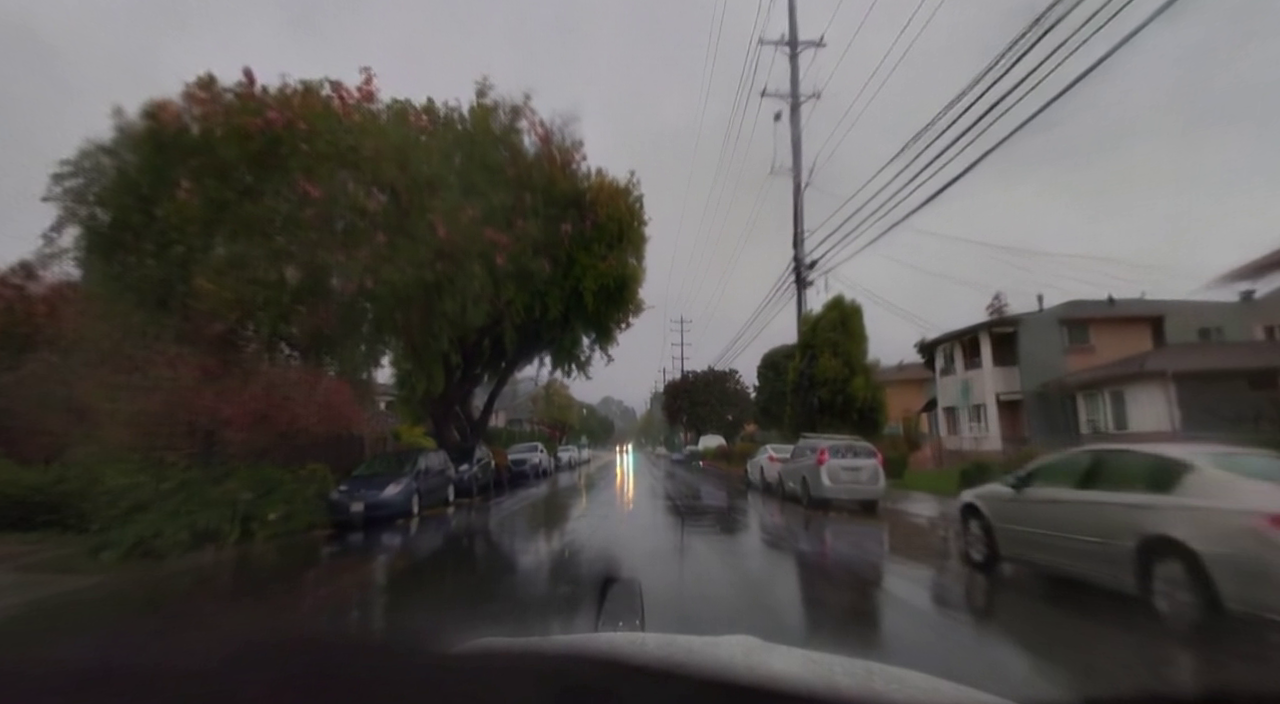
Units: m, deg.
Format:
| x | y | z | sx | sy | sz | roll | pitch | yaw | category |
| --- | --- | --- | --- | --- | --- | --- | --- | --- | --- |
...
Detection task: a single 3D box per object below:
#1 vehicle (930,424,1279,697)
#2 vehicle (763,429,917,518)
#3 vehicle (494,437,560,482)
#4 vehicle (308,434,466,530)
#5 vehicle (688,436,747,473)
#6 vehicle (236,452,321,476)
| x | y | z | sx | sy | sz | roll | pitch | yaw | category |
| --- | --- | --- | --- | --- | --- | --- | --- | --- | --- |
| 4.349 | 1.377 | 5.157 | 1.893 | 1.437 | 4.369 | 0 | -8 | 0 | vehicle |
| 4.175 | 2.606 | 14.109 | 1.979 | 1.620 | 4.684 | 0 | -8 | 1 | vehicle |
| -5.453 | 5.210 | 31.265 | 2.285 | 1.895 | 5.883 | -2 | -8 | -2 | vehicle |
| -5.434 | 2.778 | 14.217 | 1.873 | 1.709 | 4.206 | -4 | -8 | -1 | vehicle |
| 4.084 | 5.543 | 34.474 | 2.279 | 1.848 | 5.577 | 1 | -8 | -3 | vehicle |
| -23.048 | 7.140 | 40.405 | 4.304 | 1.443 | 1.819 | -1 | -9 | 2 | vehicle |
